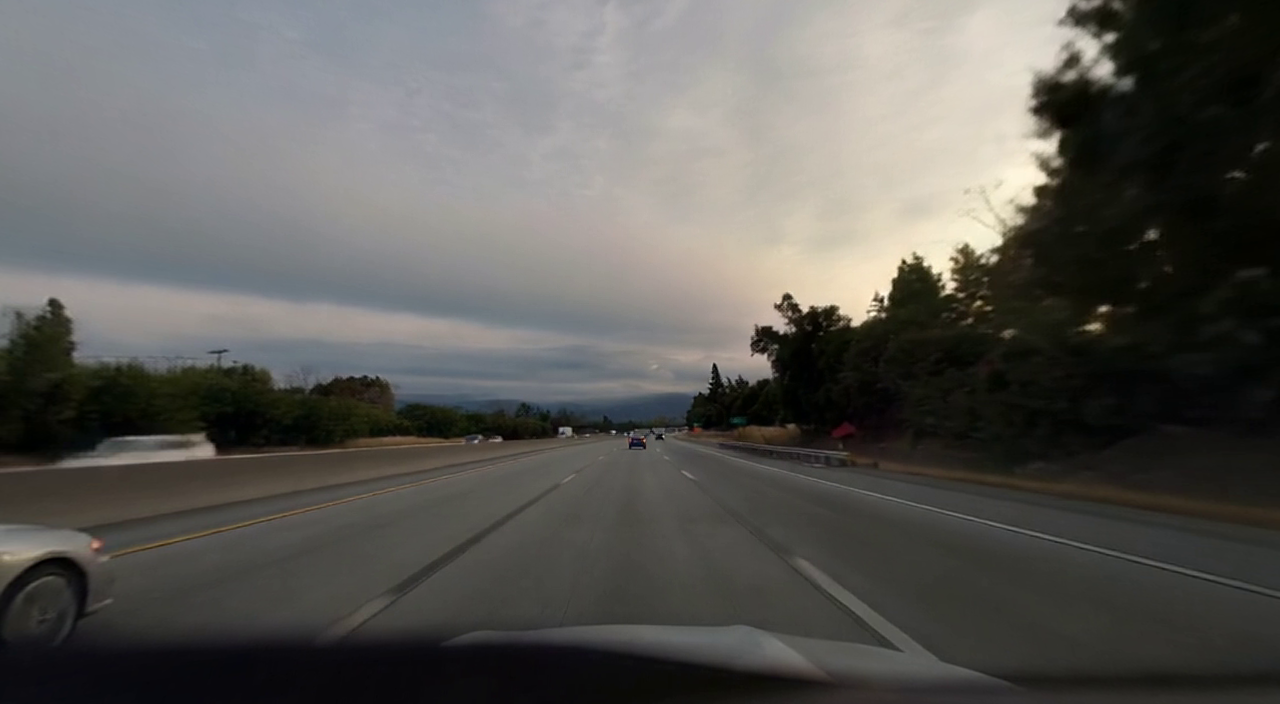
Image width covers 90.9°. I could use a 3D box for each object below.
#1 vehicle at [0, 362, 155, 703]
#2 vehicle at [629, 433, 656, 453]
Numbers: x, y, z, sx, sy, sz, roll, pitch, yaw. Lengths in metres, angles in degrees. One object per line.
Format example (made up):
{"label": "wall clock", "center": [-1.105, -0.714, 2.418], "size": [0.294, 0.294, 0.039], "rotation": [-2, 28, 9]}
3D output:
{"label": "vehicle", "center": [-4.060, 0.707, 1.688], "size": [2.064, 1.647, 4.381], "rotation": [0, -8, -1]}
{"label": "vehicle", "center": [0.159, 6.864, 47.767], "size": [1.911, 1.449, 3.776], "rotation": [0, -7, -2]}
